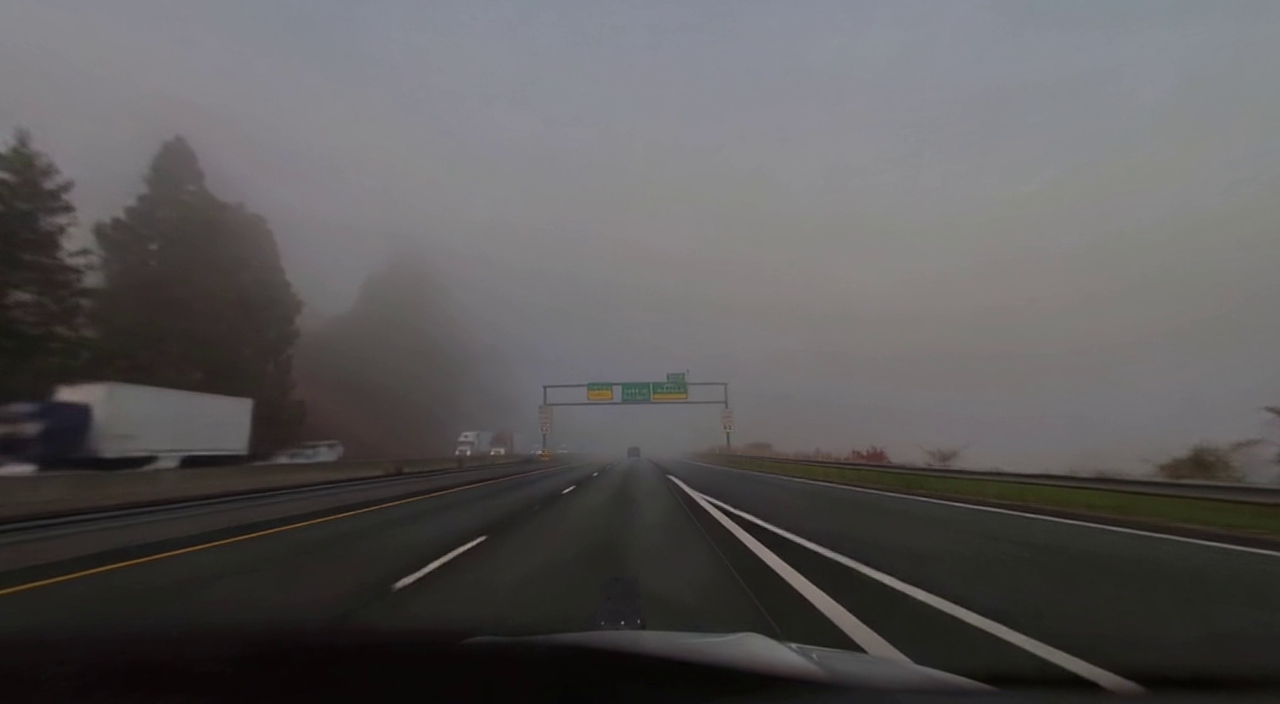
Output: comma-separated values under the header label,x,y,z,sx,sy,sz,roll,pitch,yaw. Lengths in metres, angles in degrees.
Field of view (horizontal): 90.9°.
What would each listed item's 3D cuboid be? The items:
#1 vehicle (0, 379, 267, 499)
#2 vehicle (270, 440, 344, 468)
label,x,y,z,sx,sy,sz,roll,pitch,yaw
vehicle,-19.333,3.481,24.781,3.133,3.697,10.453,0,-9,-2
vehicle,-19.580,6.028,37.247,2.089,1.538,4.364,0,-9,-2
